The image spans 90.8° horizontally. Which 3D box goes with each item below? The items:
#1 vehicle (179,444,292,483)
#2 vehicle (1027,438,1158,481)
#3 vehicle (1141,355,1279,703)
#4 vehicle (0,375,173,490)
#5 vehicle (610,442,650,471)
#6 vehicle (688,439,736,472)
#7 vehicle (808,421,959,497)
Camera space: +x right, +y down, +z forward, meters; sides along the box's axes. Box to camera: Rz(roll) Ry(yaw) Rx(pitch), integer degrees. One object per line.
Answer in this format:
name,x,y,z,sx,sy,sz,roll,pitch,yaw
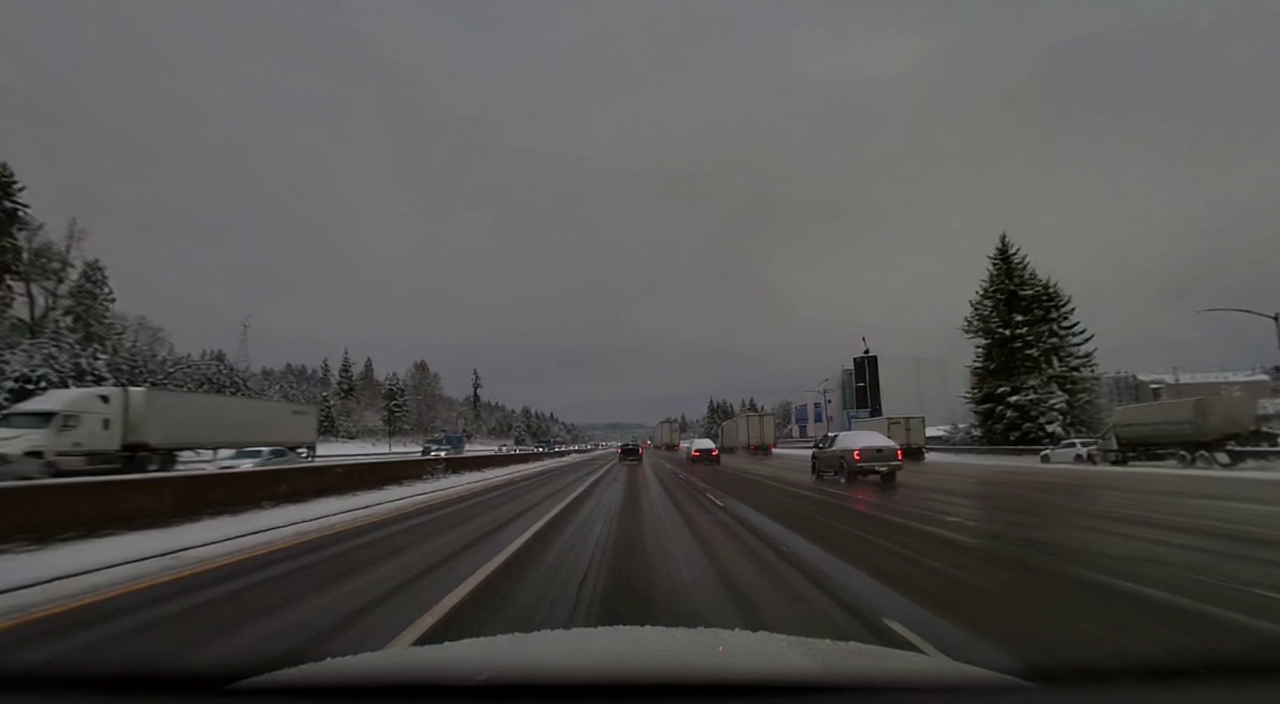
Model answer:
vehicle,-16.447,4.535,25.975,2.036,1.486,3.876,0,-9,0
vehicle,21.706,5.202,30.762,2.150,1.866,5.885,0,-9,2
vehicle,3.562,0.605,0.910,2.030,1.658,4.377,0,-9,0
vehicle,-23.485,3.343,25.482,3.021,3.900,8.045,0,-9,0
vehicle,-0.529,6.010,36.563,2.163,1.551,4.180,0,-9,0
vehicle,3.939,5.768,35.355,2.154,1.658,4.347,0,-9,-1
vehicle,7.277,3.305,19.816,2.369,2.007,5.700,0,-9,-1
